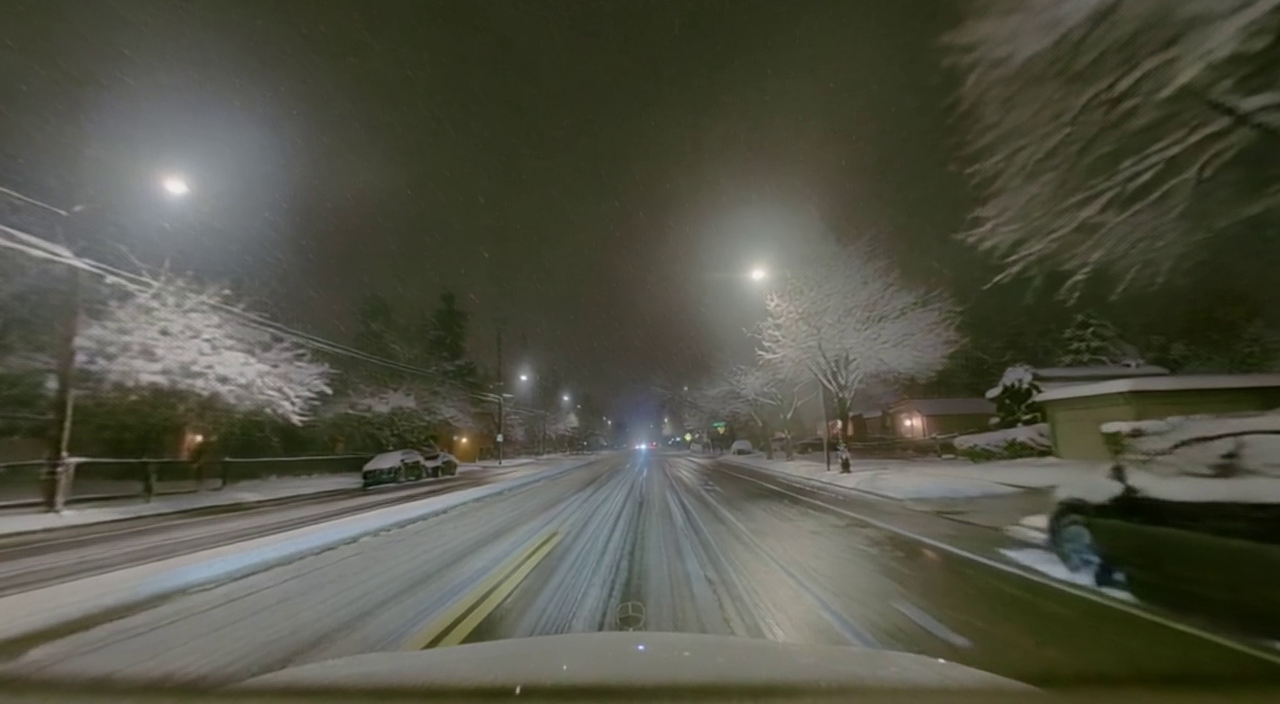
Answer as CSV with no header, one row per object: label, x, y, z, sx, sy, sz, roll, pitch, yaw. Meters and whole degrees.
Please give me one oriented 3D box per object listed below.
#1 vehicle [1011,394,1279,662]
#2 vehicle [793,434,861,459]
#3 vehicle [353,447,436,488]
vehicle,5.110,1.176,4.405,2.104,1.687,4.636,0,-8,-1
vehicle,14.350,7.275,48.646,4.907,1.693,2.081,0,-7,14
vehicle,-11.494,5.397,29.865,2.023,1.629,4.822,-1,-8,0
